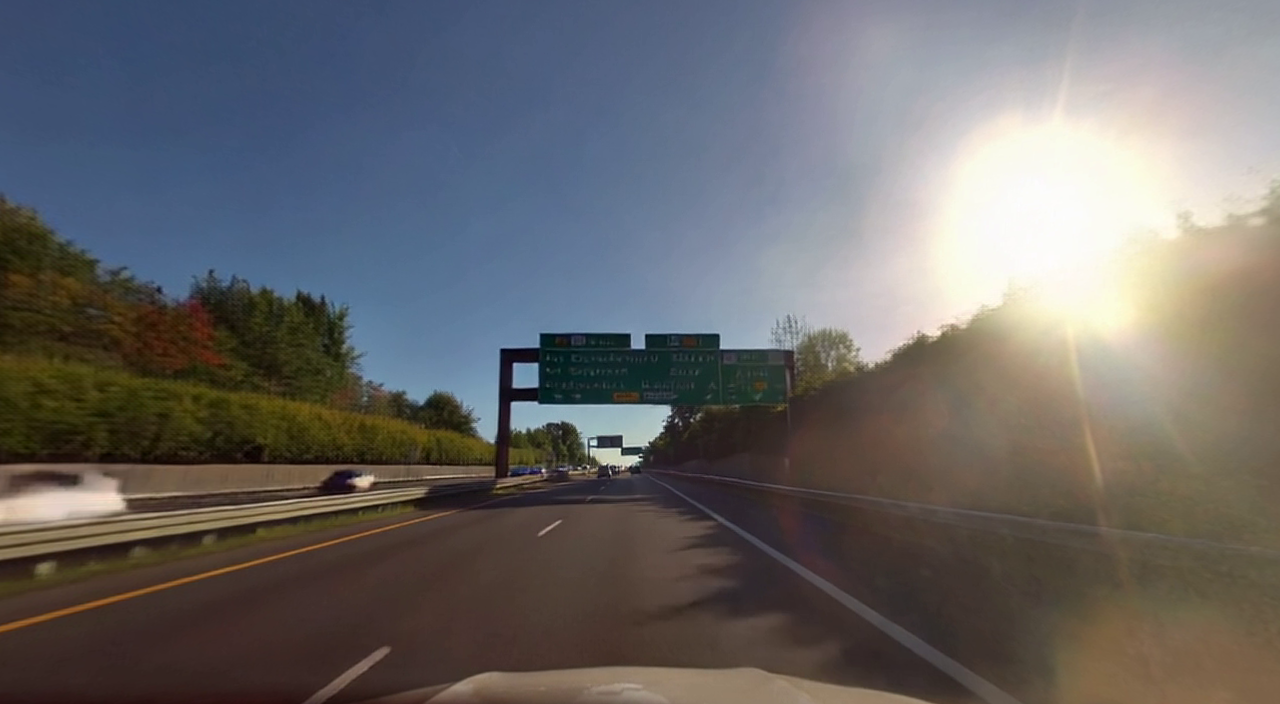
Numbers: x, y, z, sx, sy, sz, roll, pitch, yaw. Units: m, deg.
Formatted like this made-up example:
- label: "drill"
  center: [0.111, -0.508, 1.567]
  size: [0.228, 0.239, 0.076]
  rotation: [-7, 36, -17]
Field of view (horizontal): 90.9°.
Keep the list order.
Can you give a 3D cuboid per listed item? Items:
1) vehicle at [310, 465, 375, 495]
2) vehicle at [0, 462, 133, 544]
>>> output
- label: "vehicle"
  center: [-16.364, 7.046, 34.863]
  size: [1.709, 1.501, 3.758]
  rotation: [1, -11, 0]
- label: "vehicle"
  center: [-12.709, 2.888, 12.269]
  size: [1.942, 1.462, 4.503]
  rotation: [1, -11, -1]
